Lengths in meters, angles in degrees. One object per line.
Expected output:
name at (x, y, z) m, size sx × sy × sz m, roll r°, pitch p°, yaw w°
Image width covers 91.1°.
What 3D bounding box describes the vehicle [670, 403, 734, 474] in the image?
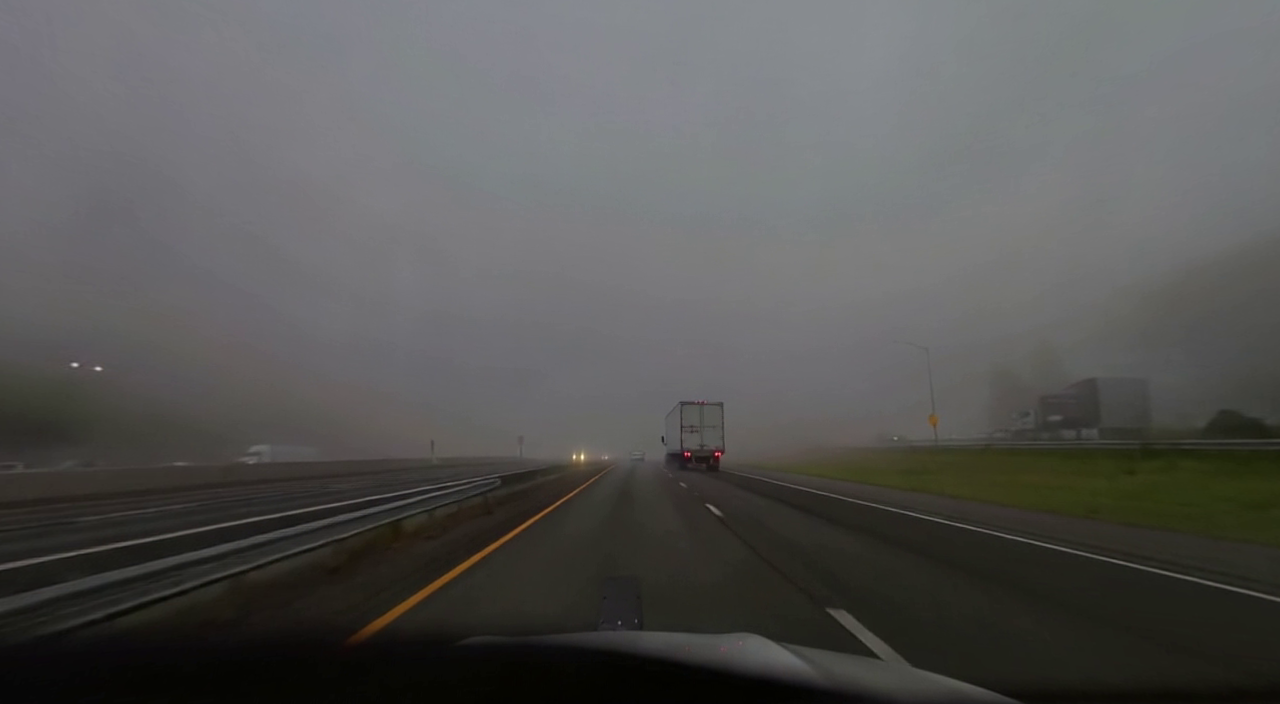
vehicle at (3.946, 6.092, 43.527) m, size 3.185 × 4.154 × 12.638 m, roll 0°, pitch -9°, yaw 0°
